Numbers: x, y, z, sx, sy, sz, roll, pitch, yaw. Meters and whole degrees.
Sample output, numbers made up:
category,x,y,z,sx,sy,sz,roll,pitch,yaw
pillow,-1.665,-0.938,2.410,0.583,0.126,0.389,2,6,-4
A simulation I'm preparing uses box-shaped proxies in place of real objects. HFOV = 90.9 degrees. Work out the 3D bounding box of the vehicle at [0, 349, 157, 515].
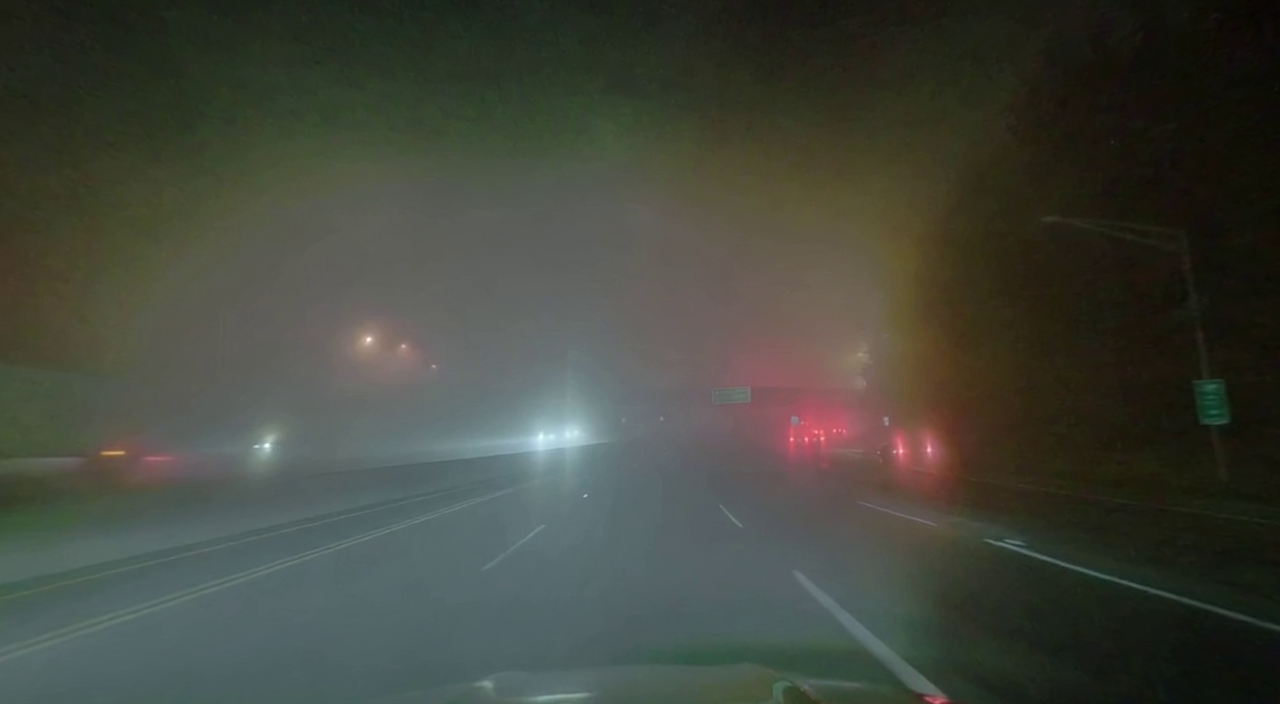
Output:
category,x,y,z,sx,sy,sz,roll,pitch,yaw
vehicle,-17.986,1.534,12.695,2.888,4.191,16.532,-1,-9,2
